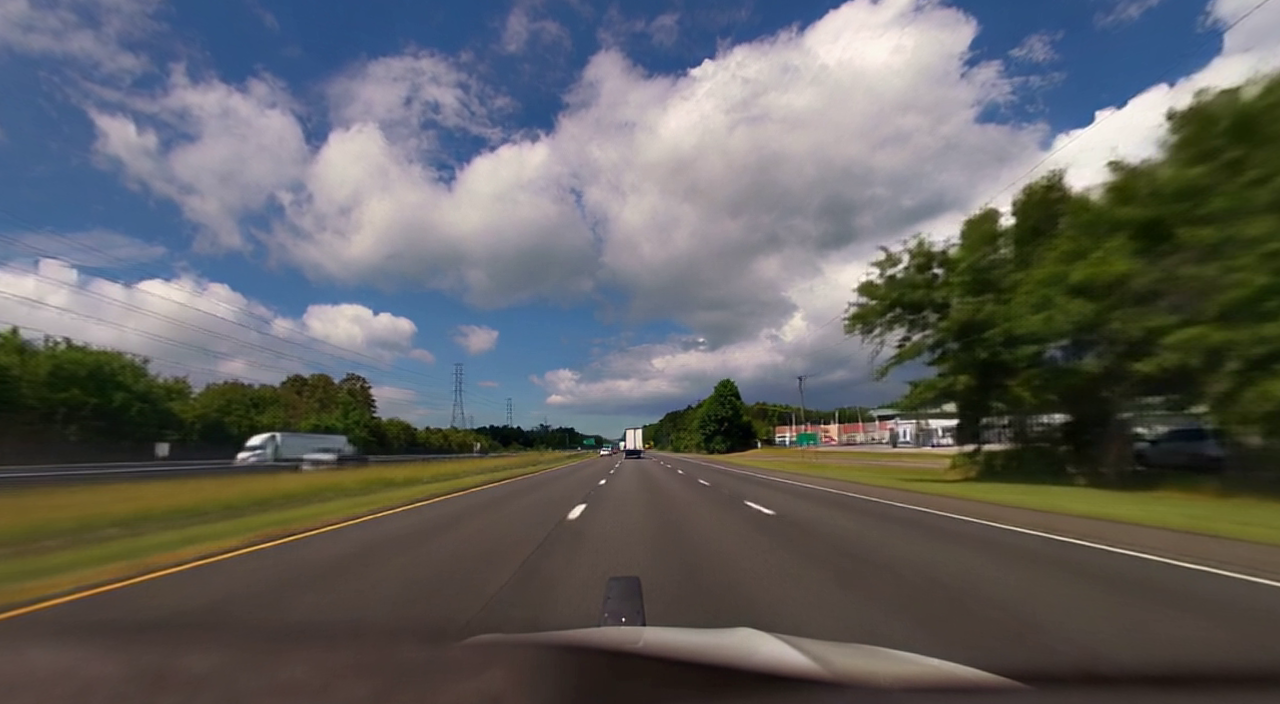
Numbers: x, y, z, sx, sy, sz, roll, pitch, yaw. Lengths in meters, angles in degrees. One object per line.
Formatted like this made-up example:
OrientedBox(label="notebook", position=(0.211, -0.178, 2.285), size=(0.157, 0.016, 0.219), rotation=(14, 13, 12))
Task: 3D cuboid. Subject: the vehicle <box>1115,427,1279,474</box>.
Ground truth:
OrientedBox(label="vehicle", position=(20.389, 3.646, 23.360), size=(2.029, 1.578, 4.313), rotation=(0, -9, -2))
